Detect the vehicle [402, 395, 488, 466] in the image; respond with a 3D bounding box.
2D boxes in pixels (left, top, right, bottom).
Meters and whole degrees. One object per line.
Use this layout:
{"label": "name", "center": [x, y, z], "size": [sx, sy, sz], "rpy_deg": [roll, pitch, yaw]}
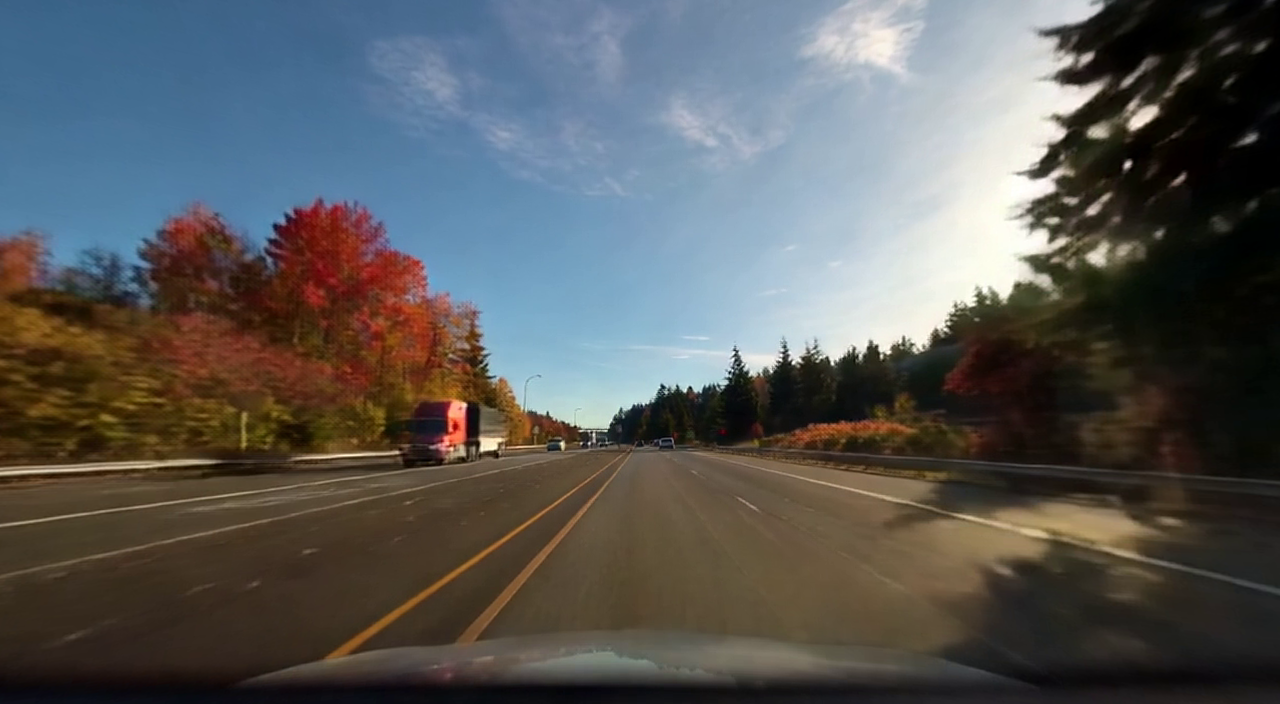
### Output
{"label": "vehicle", "center": [-11.048, 4.585, 36.285], "size": [2.946, 3.741, 5.919], "rpy_deg": [0, -8, 0]}
